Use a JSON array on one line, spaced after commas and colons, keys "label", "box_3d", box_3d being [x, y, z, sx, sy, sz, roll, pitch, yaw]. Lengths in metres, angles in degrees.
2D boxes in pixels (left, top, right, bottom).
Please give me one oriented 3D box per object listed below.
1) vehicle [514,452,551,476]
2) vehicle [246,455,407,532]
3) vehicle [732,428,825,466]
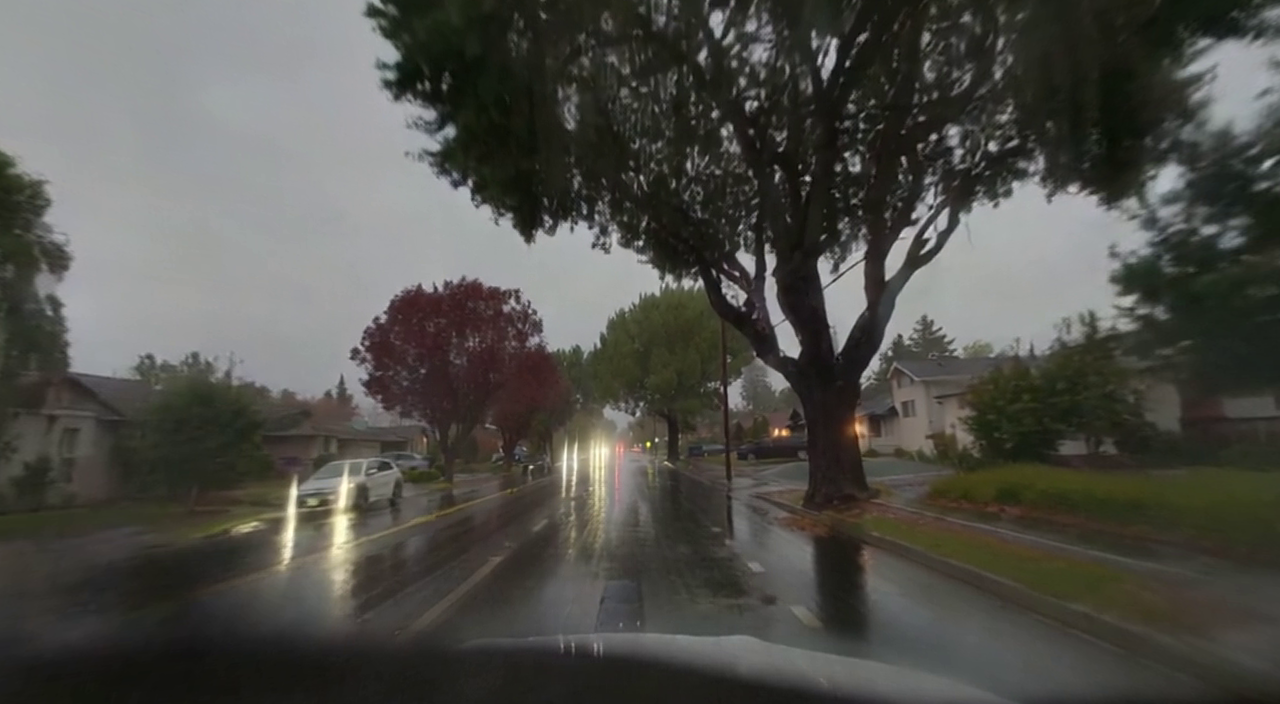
[{"label": "vehicle", "box_3d": [-8.060, 8.420, 47.709, 1.973, 1.500, 4.781, -5, -9, -2]}, {"label": "vehicle", "box_3d": [-7.743, 3.484, 16.175, 1.919, 1.492, 4.547, -5, -9, -2]}, {"label": "vehicle", "box_3d": [8.616, 5.961, 39.568, 5.221, 1.958, 1.992, -4, -9, -1]}]
